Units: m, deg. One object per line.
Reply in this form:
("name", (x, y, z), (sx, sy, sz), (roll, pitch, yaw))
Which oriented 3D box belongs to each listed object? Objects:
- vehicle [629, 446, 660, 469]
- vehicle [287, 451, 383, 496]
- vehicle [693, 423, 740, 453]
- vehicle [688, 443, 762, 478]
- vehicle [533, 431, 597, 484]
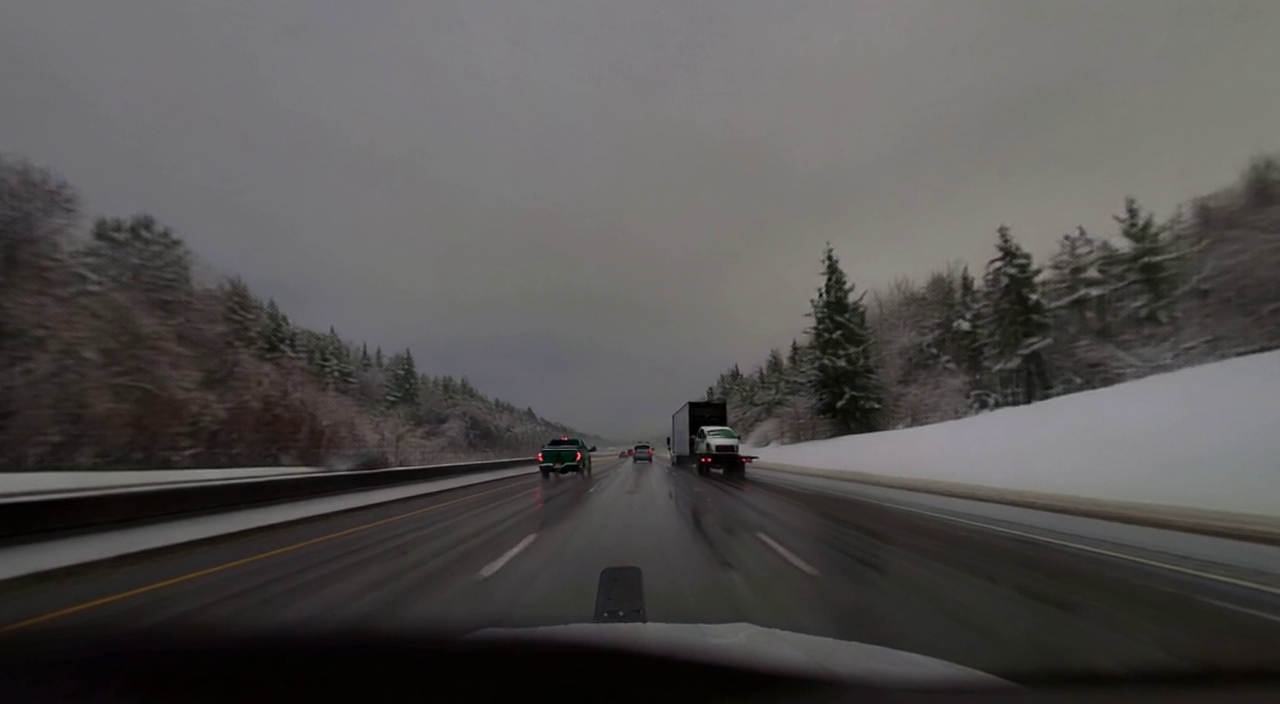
("vehicle", (0.288, 7.422, 44.311), (2.086, 1.497, 3.681), (0, -9, 0))
("vehicle", (-12.471, 4.939, 26.079), (1.738, 1.676, 4.144), (0, -9, 2))
("vehicle", (4.121, 4.759, 34.682), (1.968, 1.547, 4.215), (0, -9, -1))
("vehicle", (4.228, 5.679, 33.481), (2.654, 1.574, 9.537), (0, -9, 0))
("vehicle", (-3.097, 4.515, 27.094), (2.142, 2.044, 4.446), (0, -9, 1))
